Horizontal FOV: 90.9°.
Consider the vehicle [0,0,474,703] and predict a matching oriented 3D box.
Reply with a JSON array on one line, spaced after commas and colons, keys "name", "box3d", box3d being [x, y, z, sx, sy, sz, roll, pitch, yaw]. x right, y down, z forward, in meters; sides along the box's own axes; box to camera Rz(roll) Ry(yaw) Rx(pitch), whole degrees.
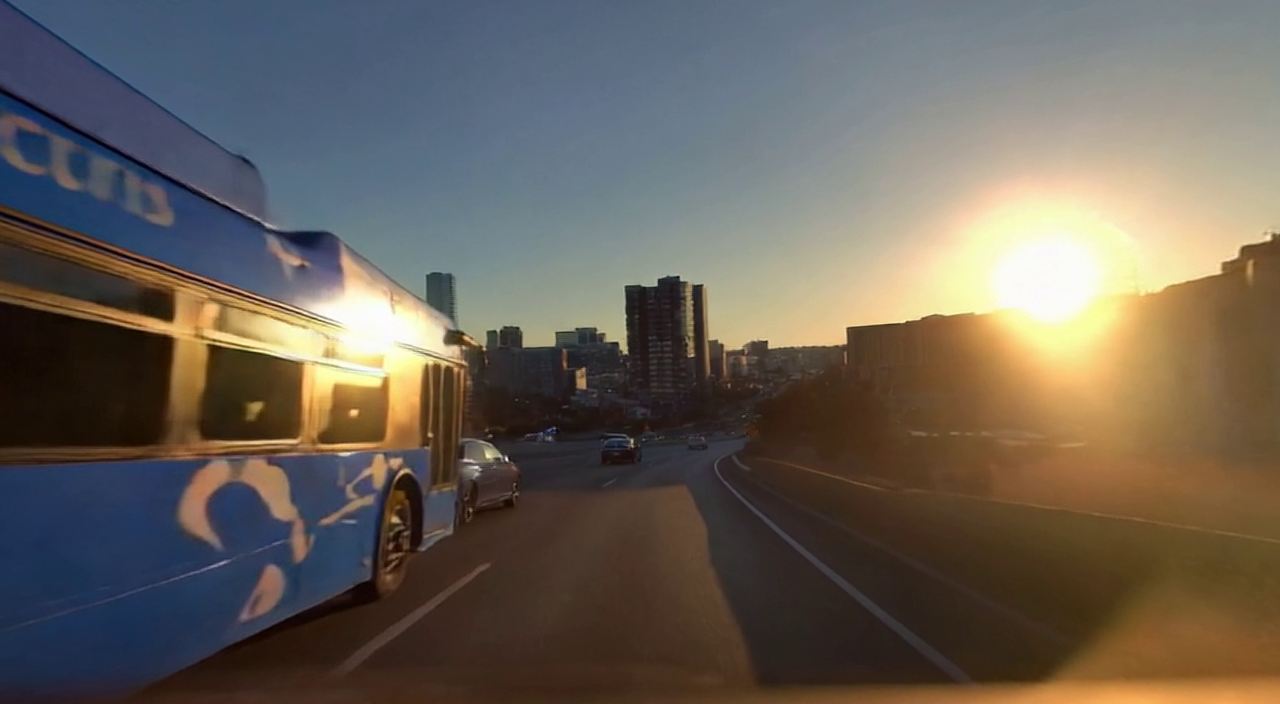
[{"name": "vehicle", "box3d": [-3.300, 0.153, 2.333, 2.888, 2.944, 8.373, -1, -9, 2]}]

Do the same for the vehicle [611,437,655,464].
[{"name": "vehicle", "box3d": [-0.329, 5.714, 36.655, 1.928, 1.455, 4.361, -2, -9, 8]}]
